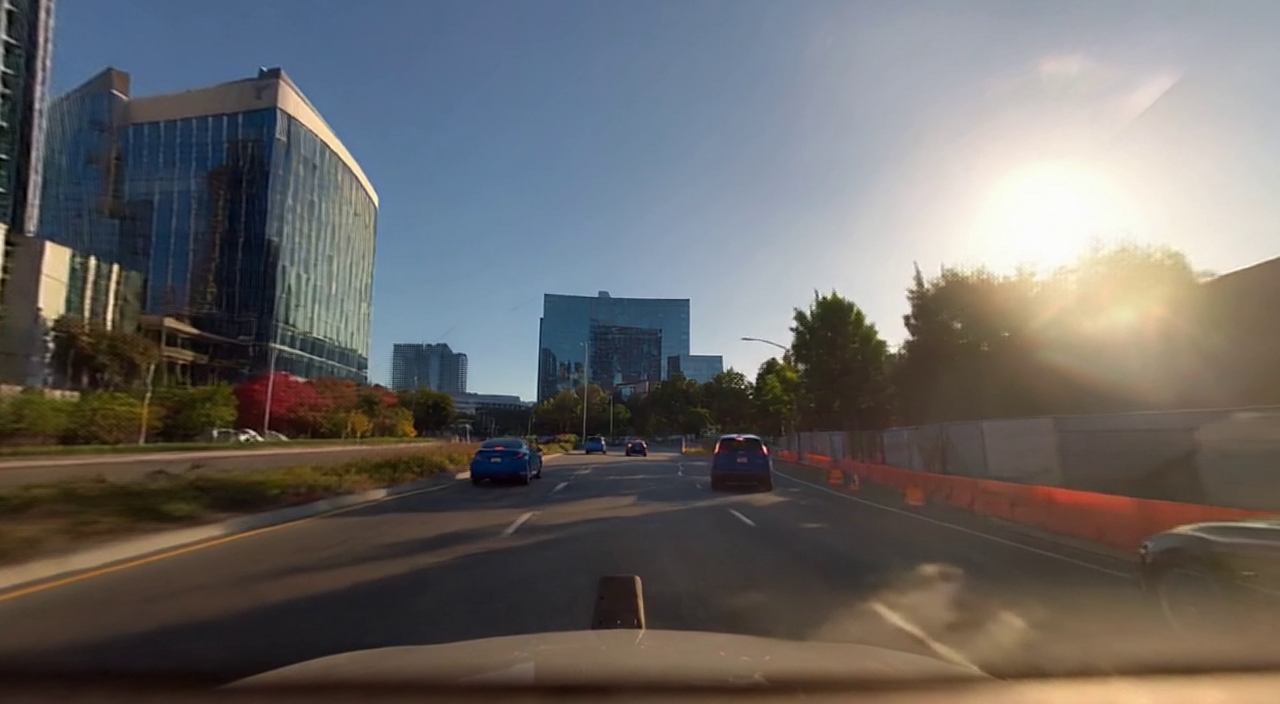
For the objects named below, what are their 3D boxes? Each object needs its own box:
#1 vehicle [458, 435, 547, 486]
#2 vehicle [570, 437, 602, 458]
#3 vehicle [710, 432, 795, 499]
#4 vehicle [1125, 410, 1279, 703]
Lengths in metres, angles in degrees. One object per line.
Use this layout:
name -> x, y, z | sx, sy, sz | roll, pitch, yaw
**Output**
vehicle -> -4.202, 3.353, 19.895 | 1.848, 1.406, 4.013 | 0, -8, 1
vehicle -> -4.046, 7.212, 47.701 | 1.888, 1.486, 4.310 | 0, -8, 1
vehicle -> 2.805, 2.865, 16.387 | 1.913, 1.499, 3.581 | -1, -8, 7
vehicle -> 3.721, 0.847, 1.662 | 1.784, 1.471, 3.935 | 0, -8, 1
